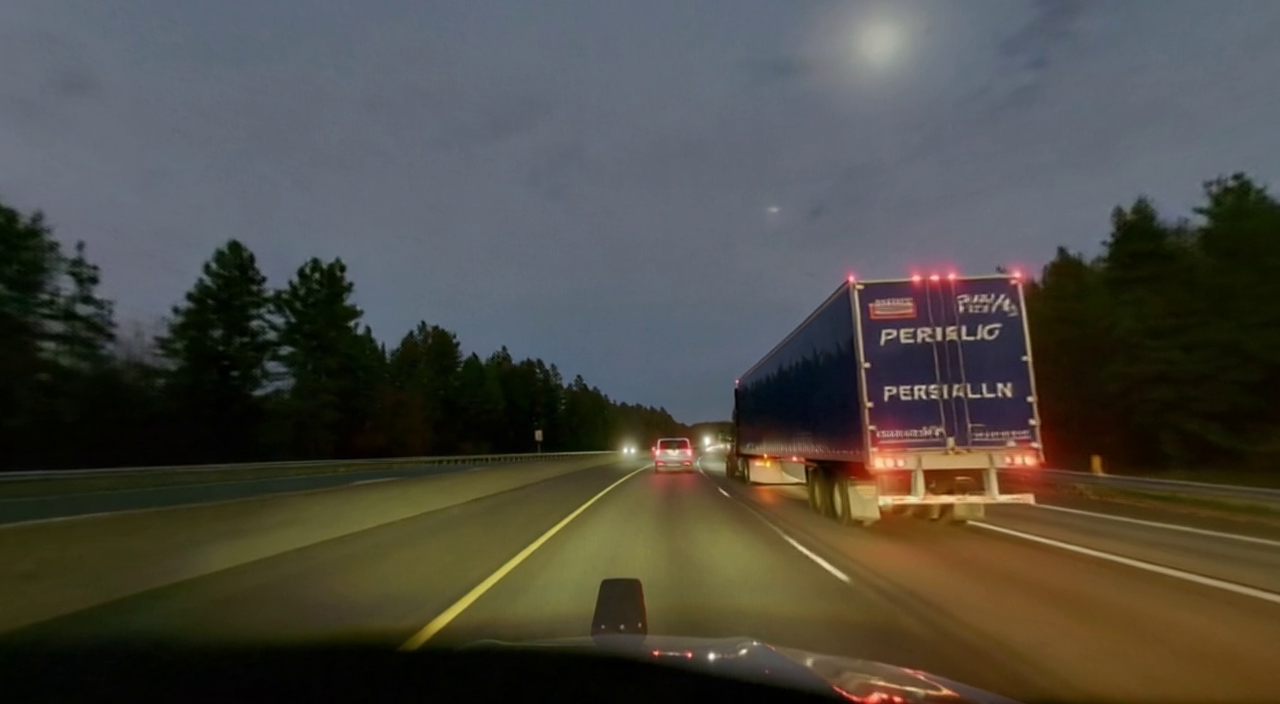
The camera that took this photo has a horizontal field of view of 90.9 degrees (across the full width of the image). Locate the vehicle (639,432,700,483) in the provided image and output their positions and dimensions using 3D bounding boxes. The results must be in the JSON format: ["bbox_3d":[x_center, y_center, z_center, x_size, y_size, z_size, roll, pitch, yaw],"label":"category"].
[{"bbox_3d":[1.204,4.213,25.416,2.222,1.848,4.610,0,-8,3],"label":"vehicle"}]

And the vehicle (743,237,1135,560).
[{"bbox_3d":[5.114,1.742,16.418,2.899,4.160,16.621,0,-8,3],"label":"vehicle"}]
